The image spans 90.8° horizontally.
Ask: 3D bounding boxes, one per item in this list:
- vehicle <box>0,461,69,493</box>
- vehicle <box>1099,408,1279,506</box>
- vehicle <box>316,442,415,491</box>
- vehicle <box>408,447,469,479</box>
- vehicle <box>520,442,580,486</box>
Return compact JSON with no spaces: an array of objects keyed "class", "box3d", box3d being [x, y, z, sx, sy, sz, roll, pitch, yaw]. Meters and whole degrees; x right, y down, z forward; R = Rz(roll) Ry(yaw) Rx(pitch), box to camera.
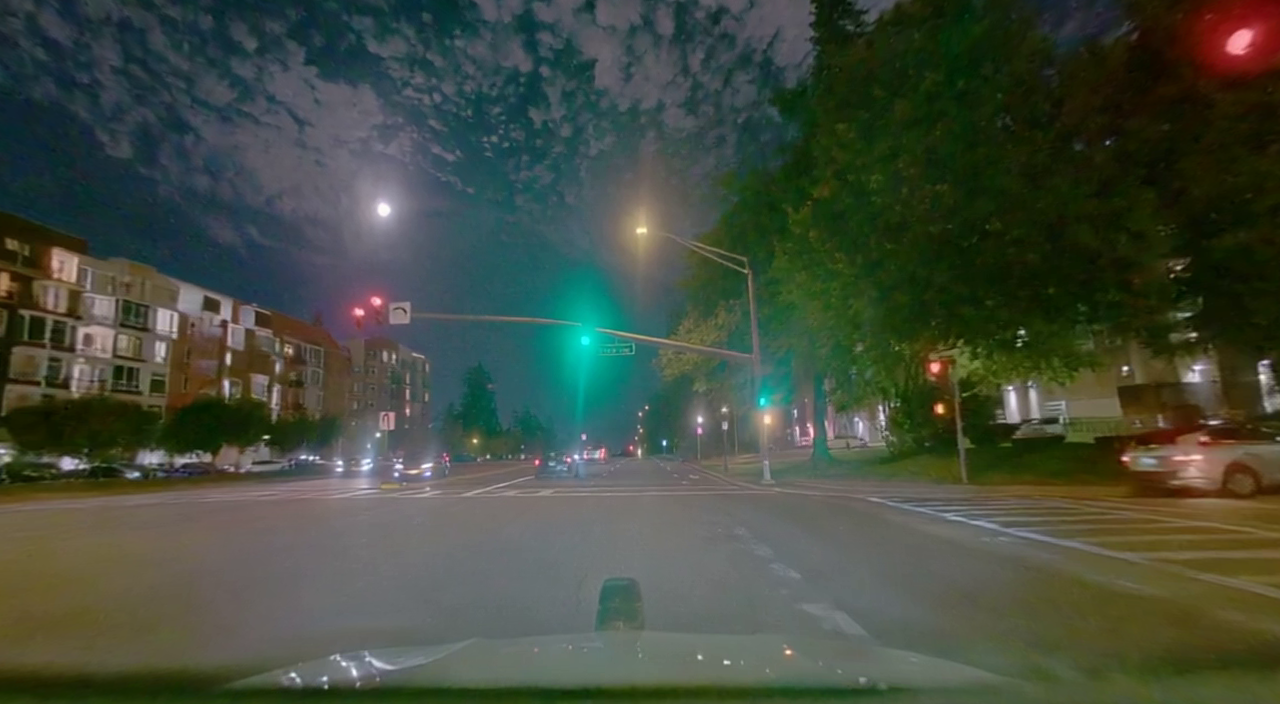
[{"class":"vehicle","box3d":[-36.372,7.197,36.503,4.694,1.716,2.024,0,-9,-1]},{"class":"vehicle","box3d":[11.914,1.972,11.878,4.856,1.655,2.076,0,-10,0]},{"class":"vehicle","box3d":[-11.919,4.977,27.903,2.105,1.759,5.403,-4,-9,-1]},{"class":"vehicle","box3d":[-11.757,6.472,37.190,2.040,1.707,4.522,-1,-9,1]},{"class":"vehicle","box3d":[-3.803,4.783,27.341,1.959,1.741,4.141,0,-8,1]}]
